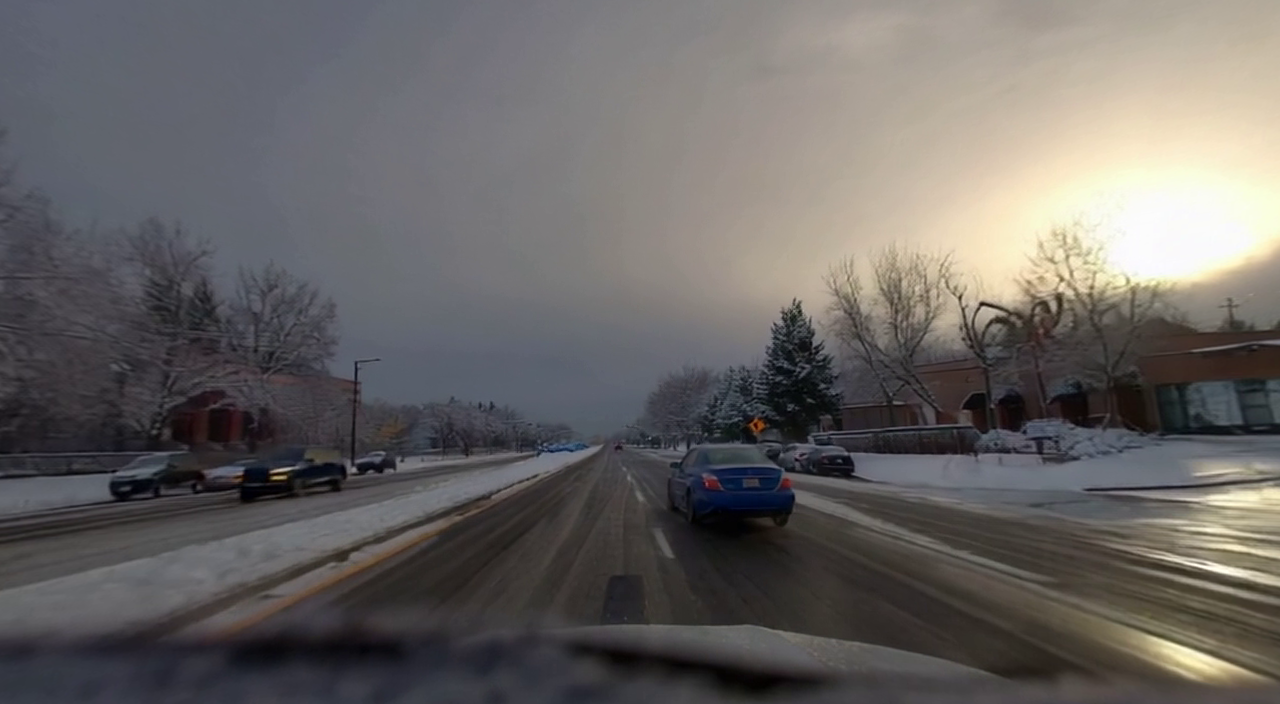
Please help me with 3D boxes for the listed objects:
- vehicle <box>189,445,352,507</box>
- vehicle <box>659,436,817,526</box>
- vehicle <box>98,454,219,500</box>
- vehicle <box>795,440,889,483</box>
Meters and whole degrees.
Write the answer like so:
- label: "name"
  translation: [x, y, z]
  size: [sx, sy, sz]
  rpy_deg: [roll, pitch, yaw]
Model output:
- label: "vehicle"
  translation: [-10.207, 3.410, 17.947]
  size: [1.990, 1.496, 4.598]
  rpy_deg: [0, -8, -2]
- label: "vehicle"
  translation: [1.672, 2.434, 12.552]
  size: [2.141, 1.443, 4.499]
  rpy_deg: [0, -8, -4]
- label: "vehicle"
  translation: [-20.854, 5.371, 27.579]
  size: [1.888, 1.751, 4.526]
  rpy_deg: [0, -8, -4]
- label: "vehicle"
  translation: [7.800, 4.260, 24.821]
  size: [2.017, 1.516, 4.393]
  rpy_deg: [0, -8, -3]
